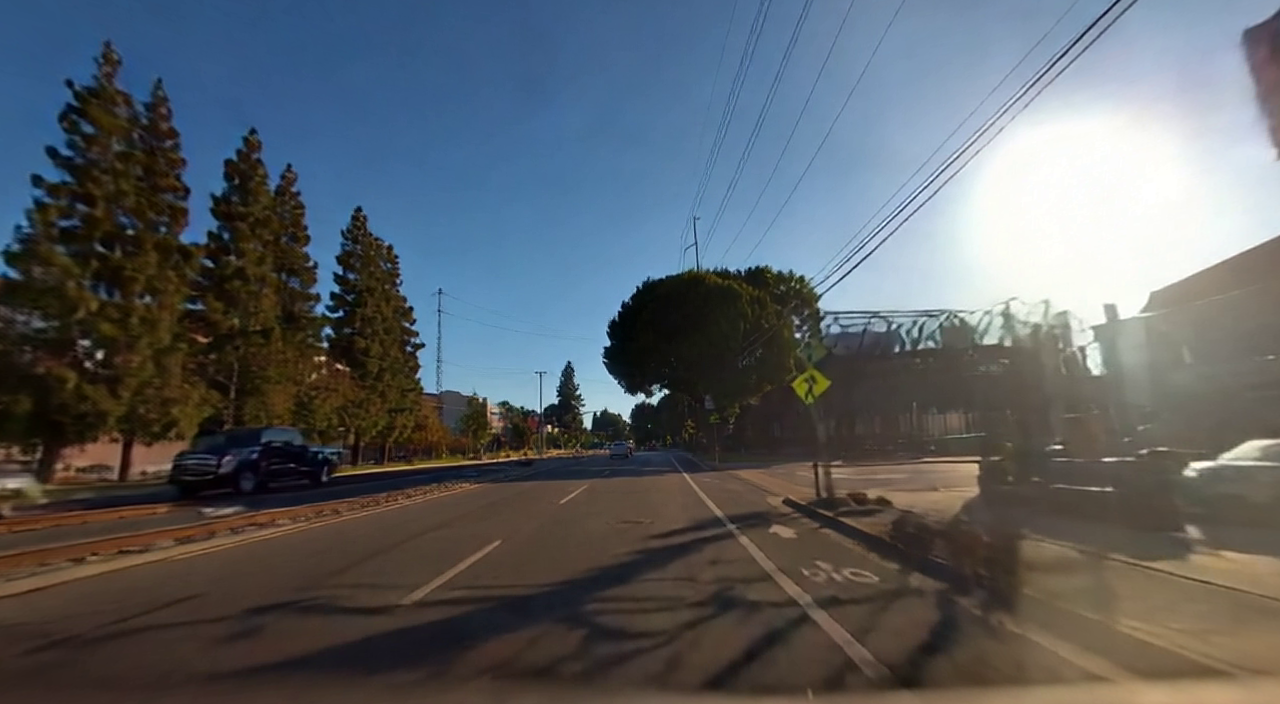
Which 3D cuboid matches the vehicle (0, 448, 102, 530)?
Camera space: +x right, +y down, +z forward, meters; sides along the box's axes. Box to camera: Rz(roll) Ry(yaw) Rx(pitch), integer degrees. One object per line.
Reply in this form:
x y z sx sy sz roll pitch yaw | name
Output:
-13.039 2.517 11.415 2.090 1.519 4.919 -1 -8 3 | vehicle

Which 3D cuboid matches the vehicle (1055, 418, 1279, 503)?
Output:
11.872 2.249 13.345 1.897 1.532 4.694 4 -10 -28 | vehicle

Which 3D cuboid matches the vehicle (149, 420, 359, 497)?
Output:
-12.762 3.588 21.676 2.798 2.249 6.296 -1 -8 6 | vehicle
